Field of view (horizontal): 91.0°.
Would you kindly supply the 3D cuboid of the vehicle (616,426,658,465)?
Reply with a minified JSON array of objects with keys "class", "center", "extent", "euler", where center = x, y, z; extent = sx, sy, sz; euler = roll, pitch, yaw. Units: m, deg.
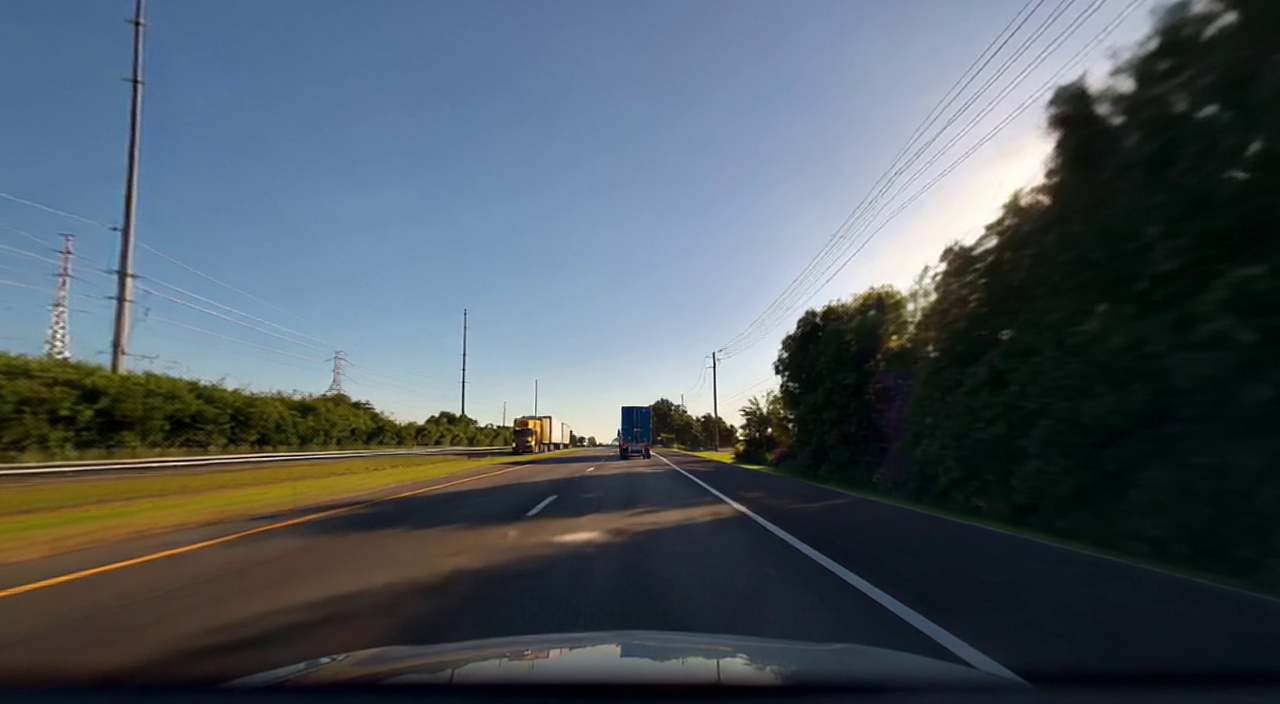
[{"class":"vehicle","center":[-0.248,5.388,36.387],"extent":[2.240,2.129,4.480],"euler":[0,-8,-2]}]
